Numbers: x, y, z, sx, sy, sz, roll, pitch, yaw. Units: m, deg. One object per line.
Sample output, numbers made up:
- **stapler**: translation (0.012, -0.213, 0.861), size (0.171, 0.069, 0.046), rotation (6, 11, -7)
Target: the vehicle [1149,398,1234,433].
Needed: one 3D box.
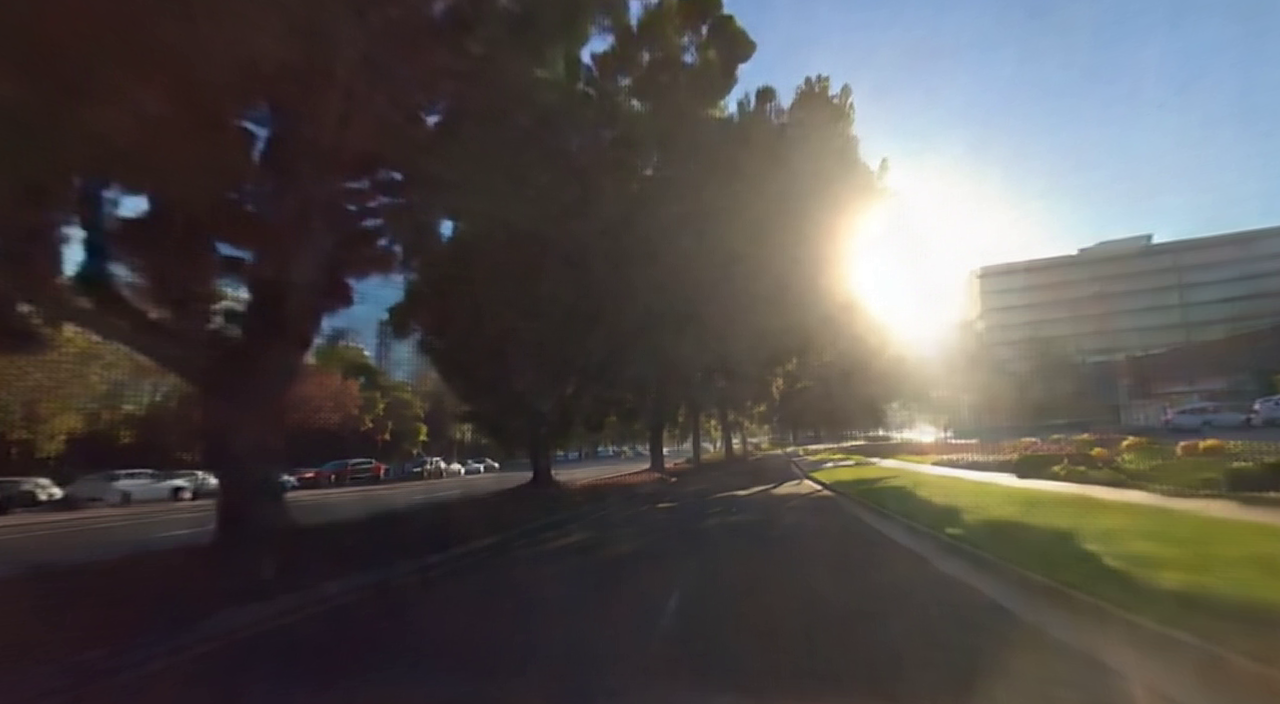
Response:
- **vehicle**: translation (29.301, 3.392, 33.511), size (3.335, 1.398, 1.535), rotation (-4, -10, -14)

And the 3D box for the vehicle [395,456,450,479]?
- **vehicle**: translation (-16.726, 8.911, 48.700), size (1.918, 1.503, 4.632), rotation (-7, -11, 11)

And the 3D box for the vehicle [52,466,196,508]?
- **vehicle**: translation (-21.541, 5.597, 26.557), size (1.832, 1.473, 4.377), rotation (-2, -9, 13)

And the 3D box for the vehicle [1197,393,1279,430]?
- **vehicle**: translation (28.950, 2.845, 30.125), size (3.327, 1.369, 1.514), rotation (-4, -10, -11)

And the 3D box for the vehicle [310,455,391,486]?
- **vehicle**: translation (-18.517, 7.623, 40.598), size (1.967, 1.683, 5.223), rotation (-8, -12, 12)

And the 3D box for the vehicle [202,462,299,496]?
- **vehicle**: translation (-20.273, 6.623, 33.045), size (1.851, 1.450, 4.396), rotation (-8, -11, 10)
